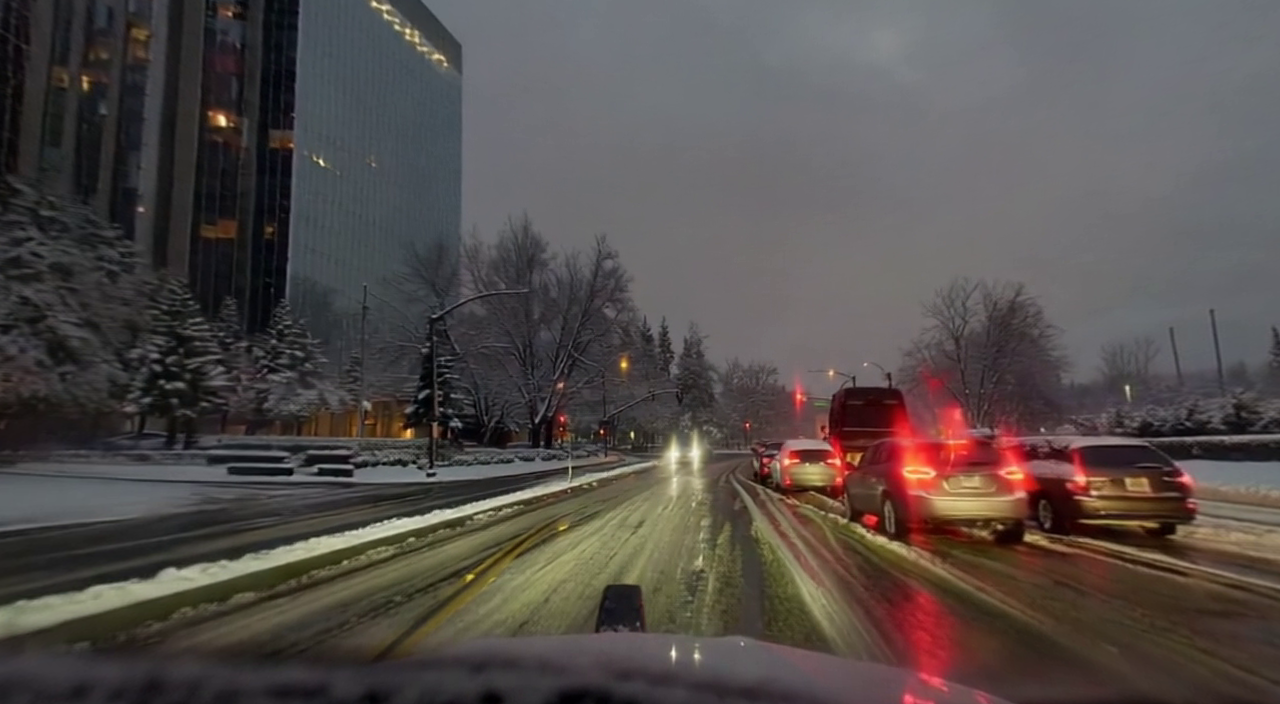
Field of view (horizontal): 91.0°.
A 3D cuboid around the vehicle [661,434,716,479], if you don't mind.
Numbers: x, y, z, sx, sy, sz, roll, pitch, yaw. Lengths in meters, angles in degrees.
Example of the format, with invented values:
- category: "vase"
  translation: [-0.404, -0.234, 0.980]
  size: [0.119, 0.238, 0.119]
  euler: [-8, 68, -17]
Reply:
- category: "vehicle"
  translation: [2.134, 4.412, 26.802]
  size: [2.121, 1.728, 4.161]
  euler: [-1, -9, 7]

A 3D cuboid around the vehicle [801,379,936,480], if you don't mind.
- category: "vehicle"
  translation: [9.952, 3.807, 29.535]
  size: [3.128, 3.616, 13.736]
  euler: [-1, -9, 8]

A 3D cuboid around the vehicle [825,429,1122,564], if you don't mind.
- category: "vehicle"
  translation: [4.471, 1.974, 9.351]
  size: [2.183, 1.553, 3.923]
  euler: [0, -9, -1]

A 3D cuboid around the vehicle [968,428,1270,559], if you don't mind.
- category: "vehicle"
  translation: [7.093, 2.084, 9.997]
  size: [1.983, 1.628, 3.885]
  euler: [-1, -9, 6]

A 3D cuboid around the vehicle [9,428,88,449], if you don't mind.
- category: "vehicle"
  translation: [-45.132, 6.627, 48.107]
  size: [4.011, 1.600, 1.776]
  euler: [1, -9, -6]
